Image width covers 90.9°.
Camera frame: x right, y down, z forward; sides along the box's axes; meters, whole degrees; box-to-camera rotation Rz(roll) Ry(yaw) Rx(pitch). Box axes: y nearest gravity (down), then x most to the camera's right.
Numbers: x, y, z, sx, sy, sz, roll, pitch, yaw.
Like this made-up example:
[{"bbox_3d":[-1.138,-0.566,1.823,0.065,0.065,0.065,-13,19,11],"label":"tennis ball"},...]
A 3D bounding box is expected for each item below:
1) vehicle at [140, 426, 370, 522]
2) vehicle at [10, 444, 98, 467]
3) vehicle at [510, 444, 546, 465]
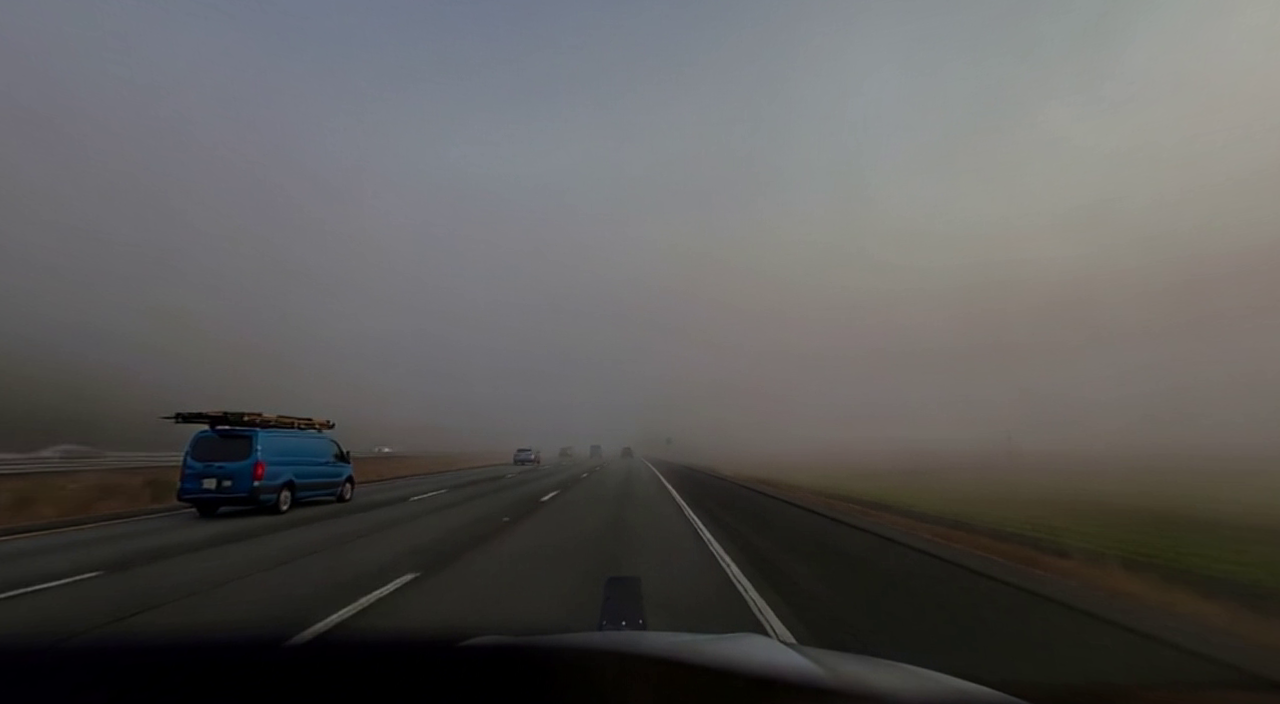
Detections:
[{"bbox_3d":[-8.120,2.616,14.050,2.093,1.752,4.771,0,-9,0],"label":"vehicle"},{"bbox_3d":[-40.084,7.077,43.307,1.757,1.441,4.504,0,-9,-1],"label":"vehicle"},{"bbox_3d":[-8.433,7.770,47.841,1.958,1.499,4.437,0,-9,0],"label":"vehicle"}]
